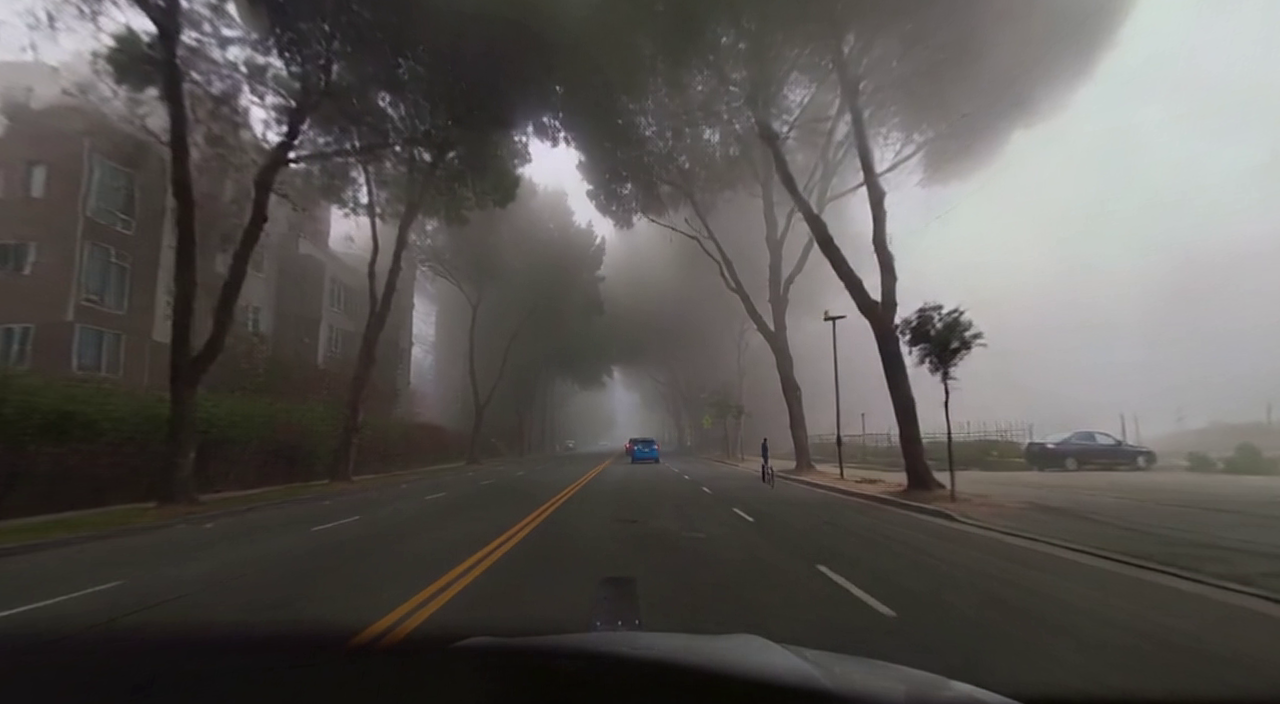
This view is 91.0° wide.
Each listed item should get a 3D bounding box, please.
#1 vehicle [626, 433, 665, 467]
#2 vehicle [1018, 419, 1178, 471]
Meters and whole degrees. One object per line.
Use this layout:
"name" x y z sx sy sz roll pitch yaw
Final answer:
"vehicle" 0.274 5.293 34.119 1.981 1.703 3.691 0 -8 0
"vehicle" 17.204 3.526 23.855 4.237 1.819 2.245 0 -9 0
